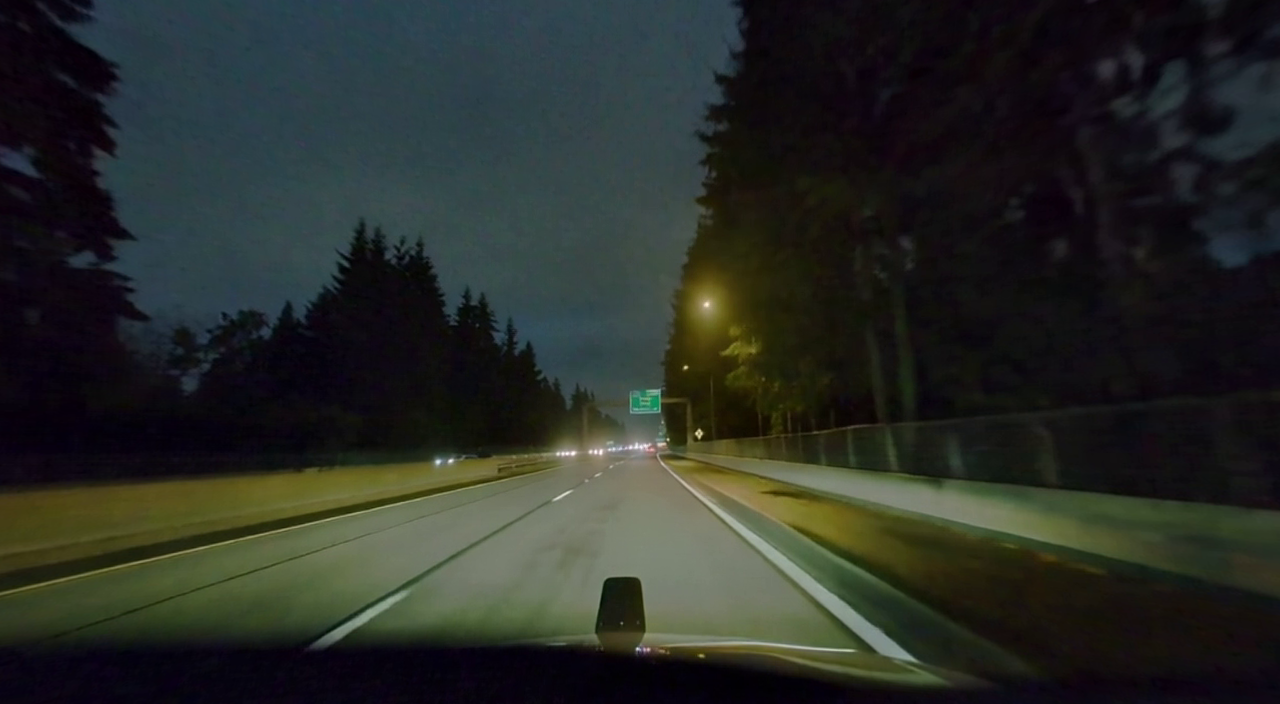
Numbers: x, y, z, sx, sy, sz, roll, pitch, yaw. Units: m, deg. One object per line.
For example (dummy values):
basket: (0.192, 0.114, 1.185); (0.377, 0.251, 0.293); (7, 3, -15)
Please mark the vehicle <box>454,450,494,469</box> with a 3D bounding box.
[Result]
vehicle: (-13.051, 8.464, 49.846); (1.866, 1.474, 4.402); (-1, -9, 2)
